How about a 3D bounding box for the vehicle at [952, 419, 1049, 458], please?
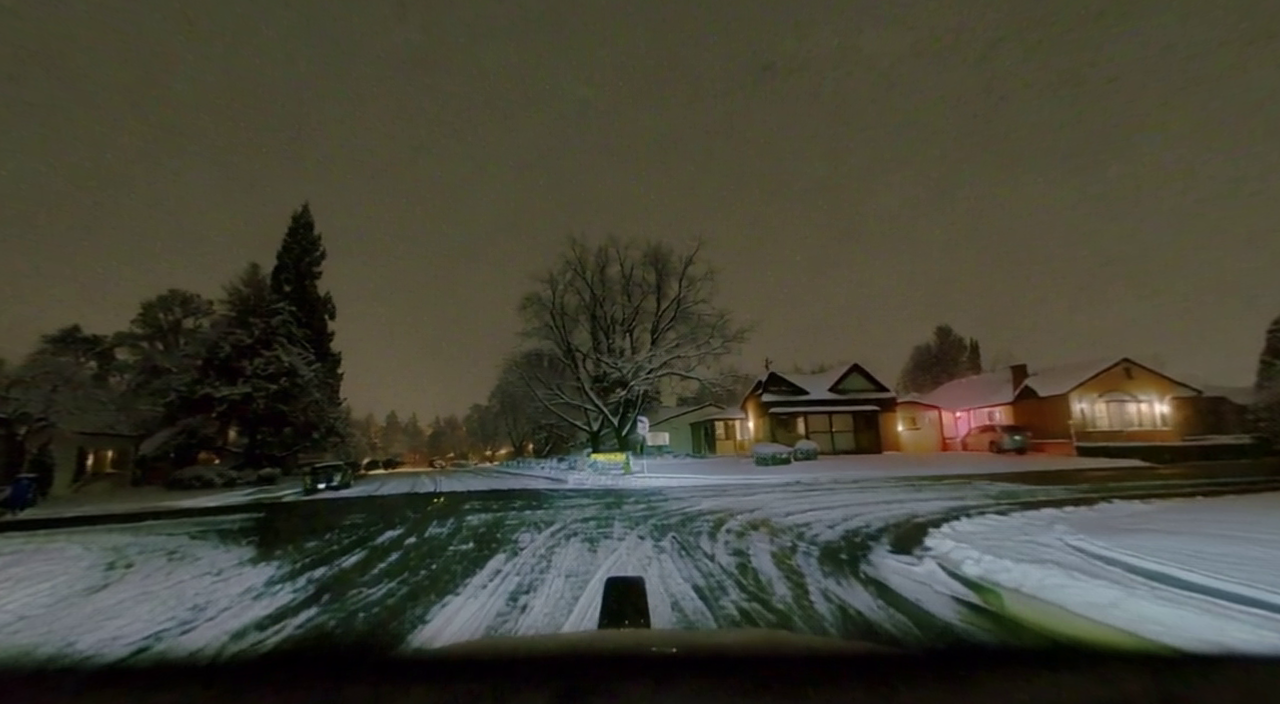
[{"bbox_3d":[18.390,4.497,32.449,1.992,1.813,5.079,0,-9,0],"label":"vehicle"}]
